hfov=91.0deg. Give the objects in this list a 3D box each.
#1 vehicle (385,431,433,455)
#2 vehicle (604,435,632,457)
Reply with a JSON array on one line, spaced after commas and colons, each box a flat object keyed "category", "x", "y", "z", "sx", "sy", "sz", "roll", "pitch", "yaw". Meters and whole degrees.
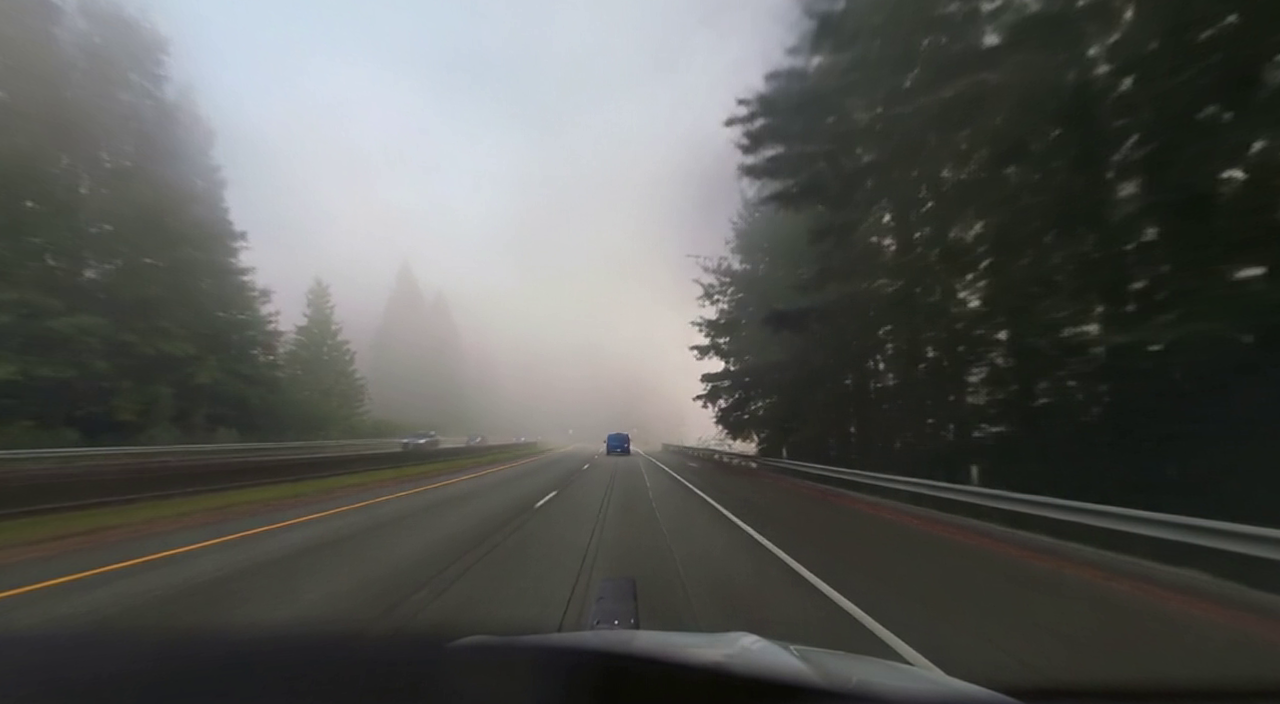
[{"category": "vehicle", "x": -15.978, "y": 6.313, "z": 43.752, "sx": 1.849, "sy": 1.585, "sz": 4.185, "roll": 0, "pitch": -8, "yaw": -1}, {"category": "vehicle", "x": -1.676, "y": 7.085, "z": 47.543, "sx": 2.004, "sy": 1.515, "sz": 3.968, "roll": 0, "pitch": -8, "yaw": -3}]
